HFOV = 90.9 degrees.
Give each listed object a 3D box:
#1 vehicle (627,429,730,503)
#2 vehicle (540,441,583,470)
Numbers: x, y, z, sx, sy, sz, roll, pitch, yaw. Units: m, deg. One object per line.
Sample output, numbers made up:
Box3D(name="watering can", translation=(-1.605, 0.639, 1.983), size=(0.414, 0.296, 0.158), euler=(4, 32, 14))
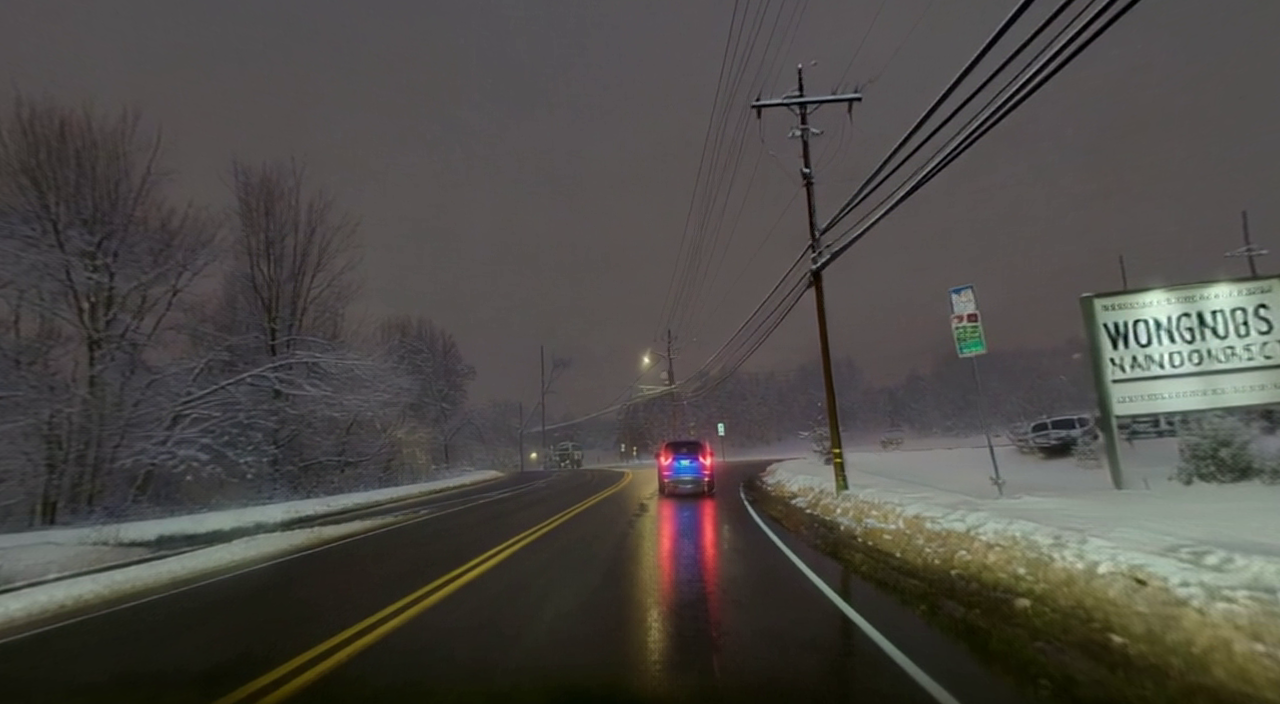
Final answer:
Box3D(name="vehicle", translation=(0.859, 2.617, 14.818), size=(2.081, 1.503, 3.726), euler=(0, -8, 2))
Box3D(name="vehicle", translation=(-5.874, 7.599, 46.502), size=(2.668, 1.981, 5.575), euler=(2, -9, -12))
